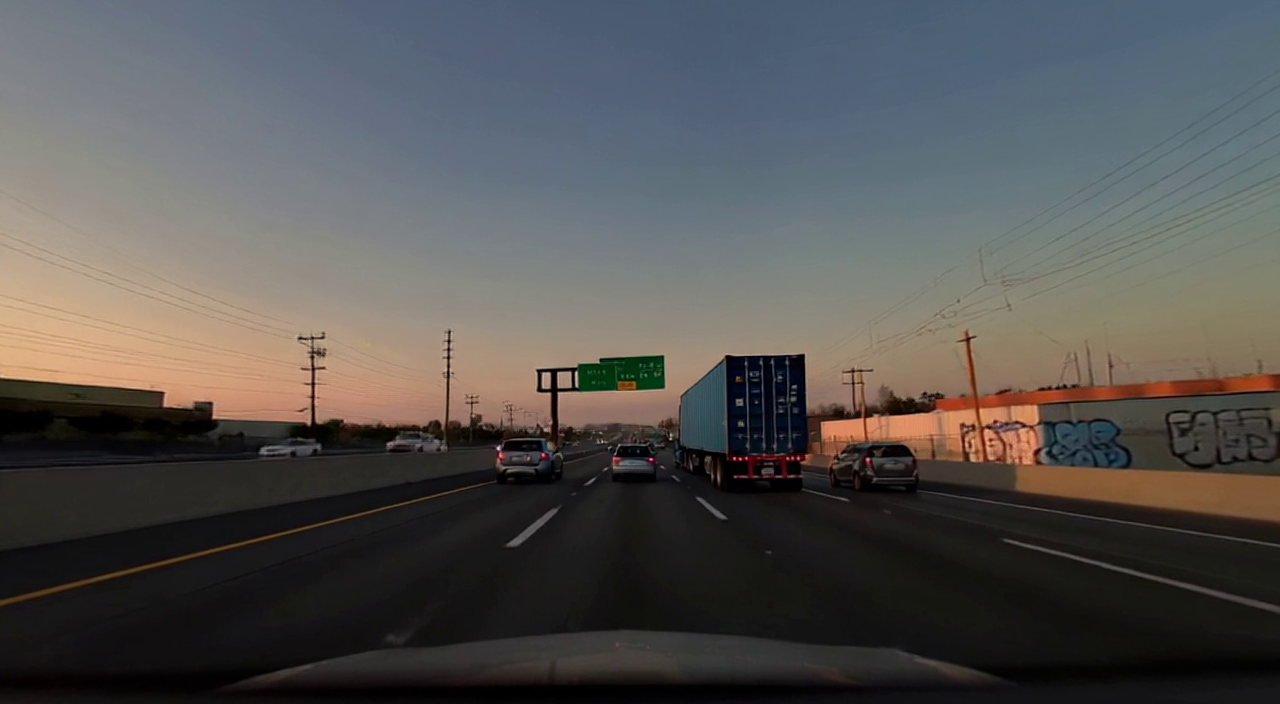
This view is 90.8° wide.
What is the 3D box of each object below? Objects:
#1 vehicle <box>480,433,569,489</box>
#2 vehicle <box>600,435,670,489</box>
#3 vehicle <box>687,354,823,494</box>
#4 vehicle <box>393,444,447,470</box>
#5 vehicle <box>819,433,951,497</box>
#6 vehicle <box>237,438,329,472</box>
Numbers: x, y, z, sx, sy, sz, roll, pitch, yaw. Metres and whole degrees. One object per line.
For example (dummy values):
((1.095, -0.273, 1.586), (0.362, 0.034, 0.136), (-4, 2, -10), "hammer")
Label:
((-4.021, 3.915, 22.950), (2.264, 1.804, 4.584), (0, -9, 1), "vehicle")
((-0.173, 3.795, 21.989), (2.191, 1.685, 4.015), (0, -9, 0), "vehicle")
((3.800, 3.070, 24.940), (2.800, 4.039, 13.179), (0, -9, 0), "vehicle")
((-13.837, 6.615, 39.972), (1.921, 1.494, 4.348), (0, -9, -1), "vehicle")
((7.353, 3.453, 19.614), (2.202, 1.731, 4.628), (0, -9, 0), "vehicle")
((-20.992, 6.073, 37.532), (2.215, 1.849, 5.735), (0, -9, -1), "vehicle")
